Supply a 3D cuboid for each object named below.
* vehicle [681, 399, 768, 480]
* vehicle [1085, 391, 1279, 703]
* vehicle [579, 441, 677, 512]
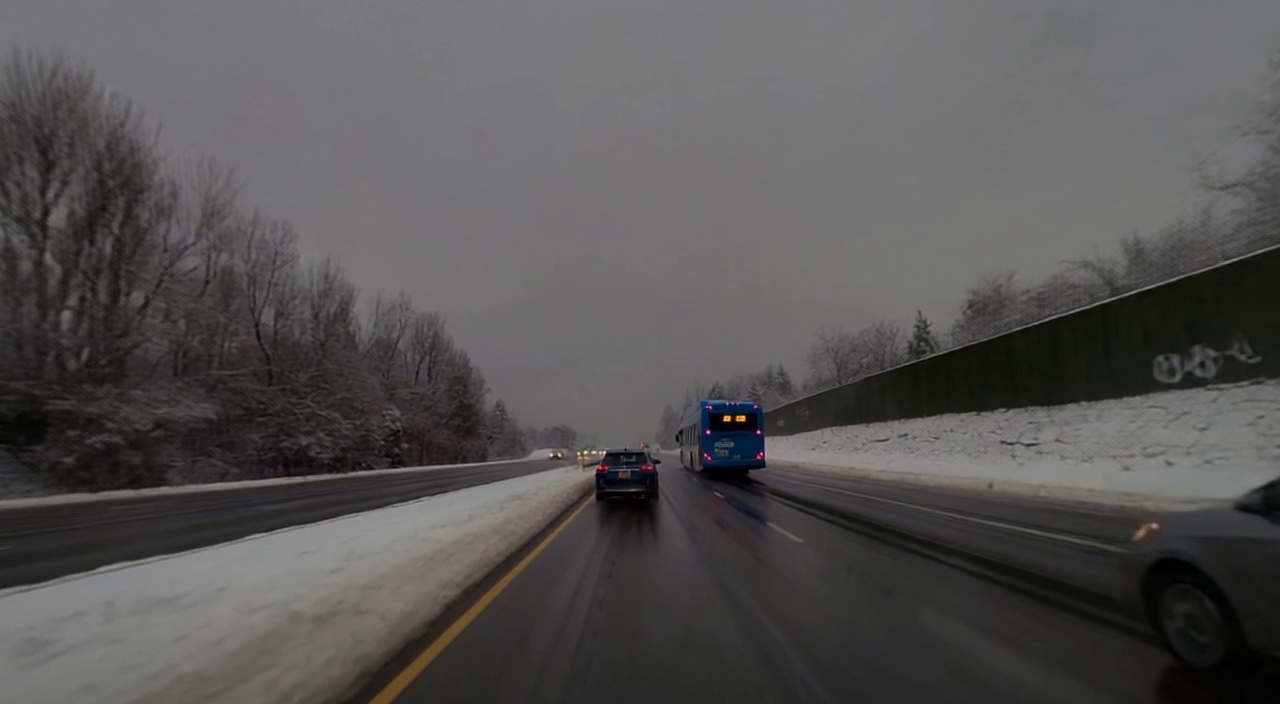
[{"bbox_3d":[4.087,4.761,33.618,3.055,3.479,12.521,-1,-9,1],"label":"vehicle"},{"bbox_3d":[3.960,0.814,2.117,1.995,1.507,3.915,-1,-9,0],"label":"vehicle"},{"bbox_3d":[-0.269,3.085,16.000,2.160,1.532,4.073,-1,-9,0],"label":"vehicle"}]
